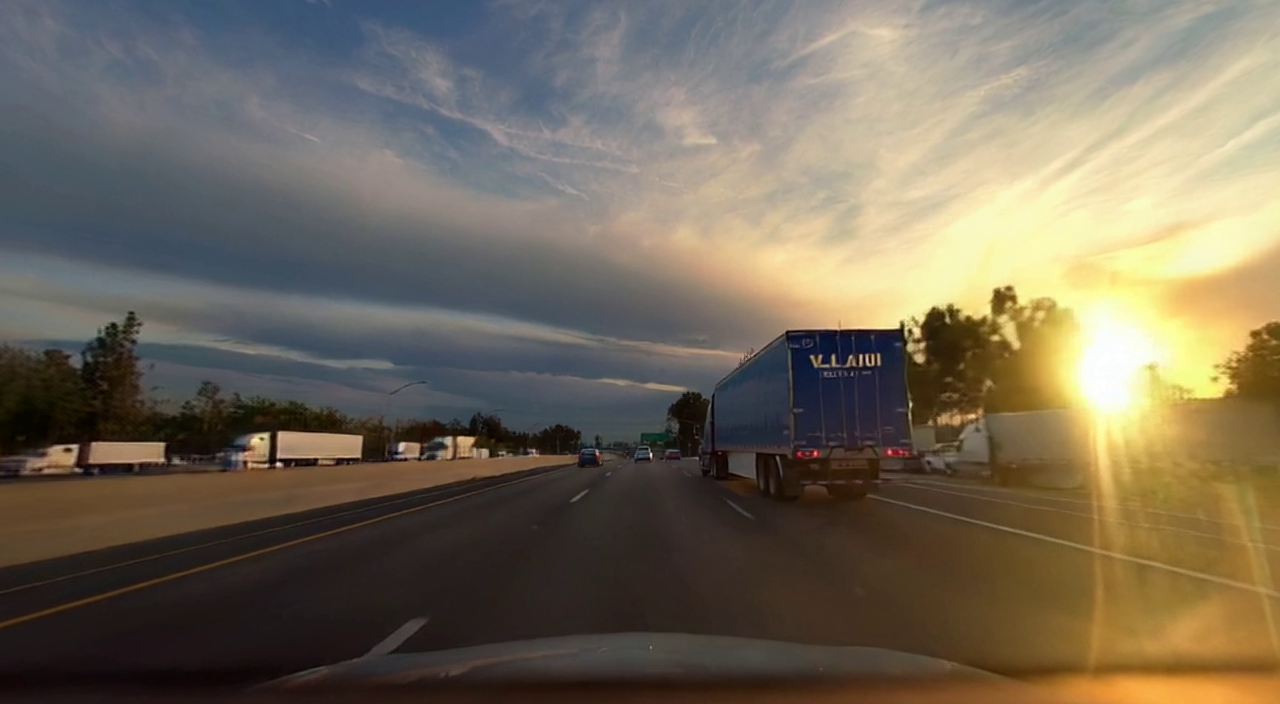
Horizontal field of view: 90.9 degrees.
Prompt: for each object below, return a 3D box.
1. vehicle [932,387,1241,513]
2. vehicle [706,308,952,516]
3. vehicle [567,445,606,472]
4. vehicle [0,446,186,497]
[{"bbox_3d":[17.872,4.282,27.811,2.856,4.064,14.685,0,-9,0],"label":"vehicle"},{"bbox_3d":[4.393,2.202,19.428,2.847,4.075,14.244,0,-9,-1],"label":"vehicle"},{"bbox_3d":[-3.345,6.733,40.061,2.107,1.626,4.804,0,-9,0],"label":"vehicle"},{"bbox_3d":[-31.144,6.743,36.436,2.721,2.441,9.568,2,-9,-1],"label":"vehicle"}]
